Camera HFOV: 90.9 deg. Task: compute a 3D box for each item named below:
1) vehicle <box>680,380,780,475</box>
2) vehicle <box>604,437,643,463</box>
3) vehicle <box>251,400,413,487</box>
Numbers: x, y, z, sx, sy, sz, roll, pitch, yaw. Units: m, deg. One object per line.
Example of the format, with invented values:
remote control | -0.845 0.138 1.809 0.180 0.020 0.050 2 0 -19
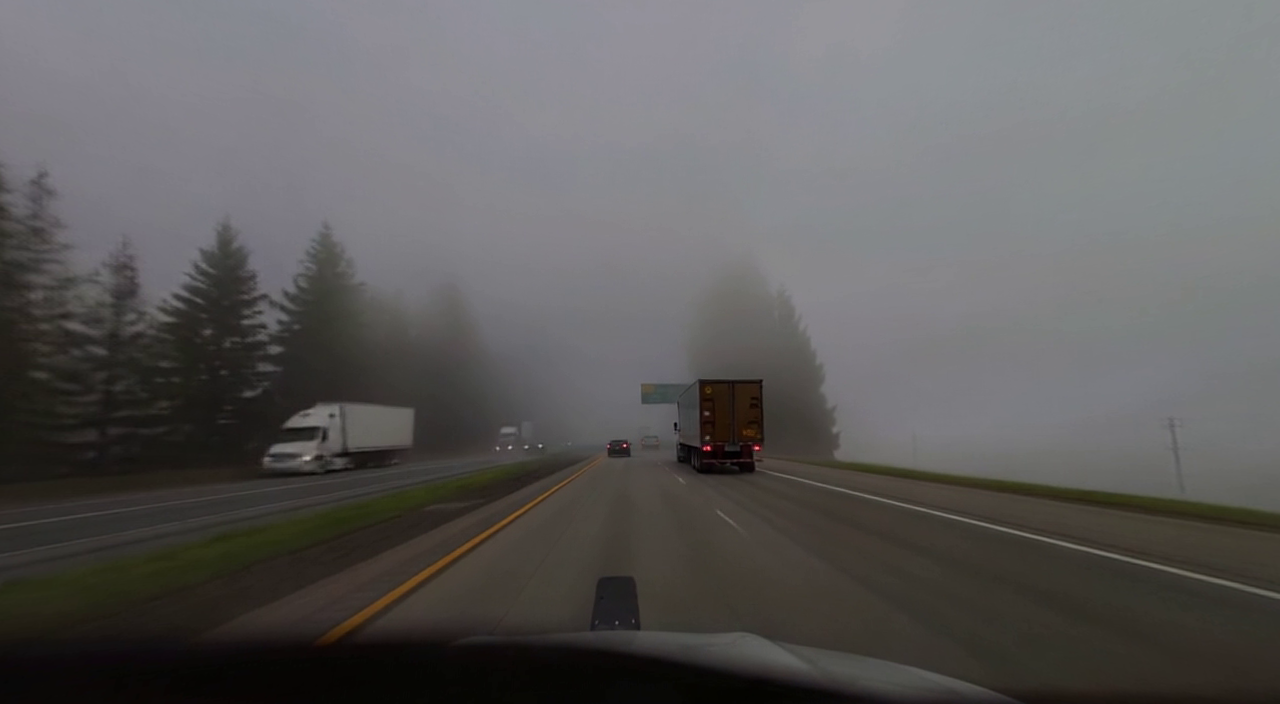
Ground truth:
vehicle | 3.577 3.328 27.505 2.921 3.526 8.207 0 -8 -2
vehicle | -0.962 5.883 38.234 2.259 1.466 3.693 0 -8 -1
vehicle | -14.105 4.294 30.148 2.961 3.458 9.579 0 -8 -1
